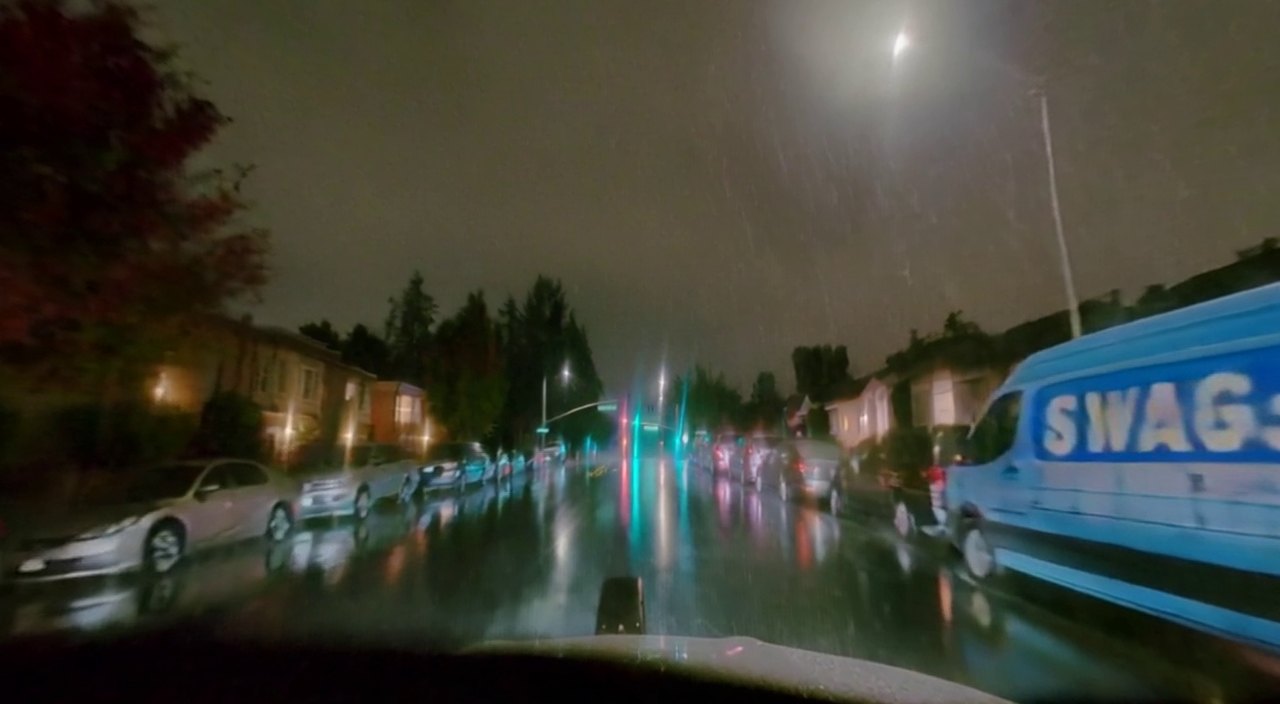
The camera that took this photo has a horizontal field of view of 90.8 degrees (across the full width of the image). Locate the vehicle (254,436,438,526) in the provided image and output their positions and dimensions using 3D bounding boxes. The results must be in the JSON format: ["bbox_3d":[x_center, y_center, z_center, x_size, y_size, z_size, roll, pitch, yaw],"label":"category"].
[{"bbox_3d":[-7.032,3.119,16.016,2.162,1.846,5.426,0,-8,-1],"label":"vehicle"}]

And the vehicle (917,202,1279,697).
[{"bbox_3d":[4.516,0.686,4.517,2.178,2.656,5.712,0,-9,-3],"label":"vehicle"}]

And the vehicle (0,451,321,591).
[{"bbox_3d":[-6.873,2.298,9.578,1.828,1.468,4.738,-2,-8,-3],"label":"vehicle"}]

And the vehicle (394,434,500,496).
[{"bbox_3d":[-7.061,4.181,23.932,2.195,2.023,6.055,0,-8,-1],"label":"vehicle"}]
